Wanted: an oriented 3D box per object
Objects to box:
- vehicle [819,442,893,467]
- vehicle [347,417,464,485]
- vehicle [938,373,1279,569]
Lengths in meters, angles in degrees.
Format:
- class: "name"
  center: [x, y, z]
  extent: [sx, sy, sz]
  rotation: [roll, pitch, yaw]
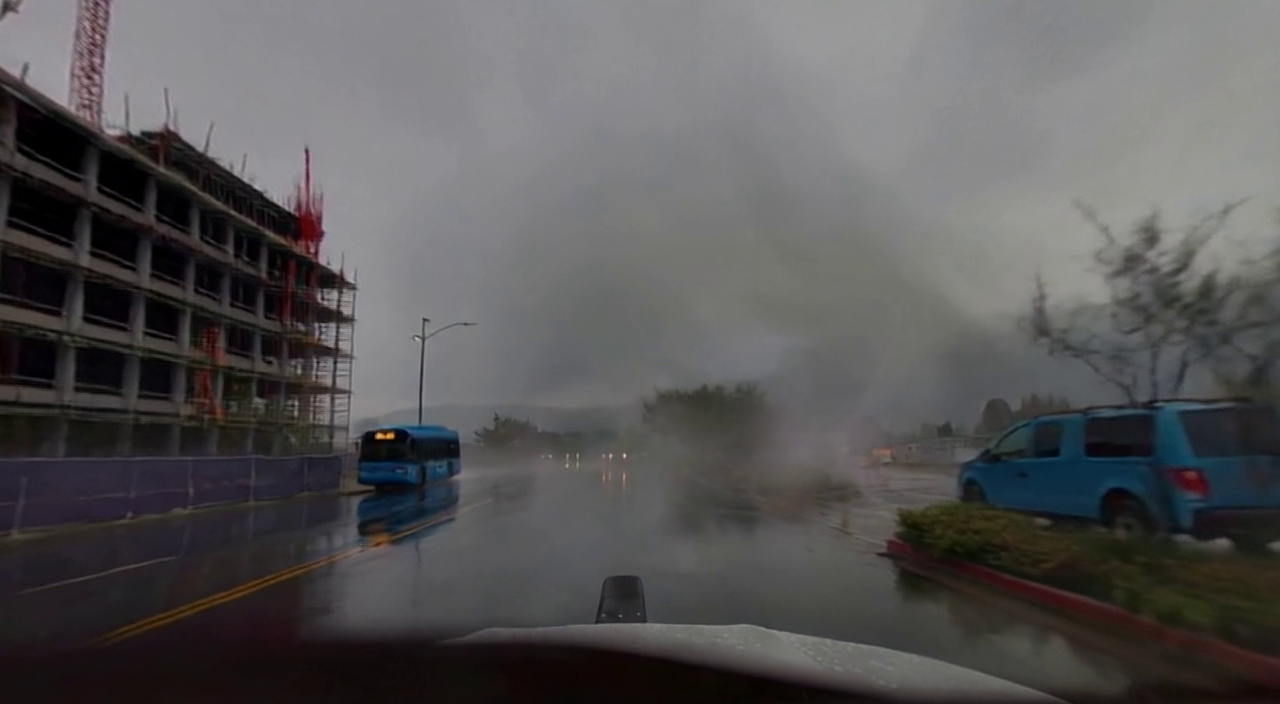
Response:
- class: "vehicle"
  center: [13.393, 6.396, 39.253]
  extent: [3.897, 1.470, 1.829]
  rotation: [1, -10, -2]
- class: "vehicle"
  center: [-10.538, 4.563, 29.181]
  extent: [2.979, 2.803, 5.962]
  rotation: [0, -9, 1]
- class: "vehicle"
  center: [6.986, 1.662, 9.184]
  extent: [2.267, 1.911, 5.816]
  rotation: [1, -10, -2]
